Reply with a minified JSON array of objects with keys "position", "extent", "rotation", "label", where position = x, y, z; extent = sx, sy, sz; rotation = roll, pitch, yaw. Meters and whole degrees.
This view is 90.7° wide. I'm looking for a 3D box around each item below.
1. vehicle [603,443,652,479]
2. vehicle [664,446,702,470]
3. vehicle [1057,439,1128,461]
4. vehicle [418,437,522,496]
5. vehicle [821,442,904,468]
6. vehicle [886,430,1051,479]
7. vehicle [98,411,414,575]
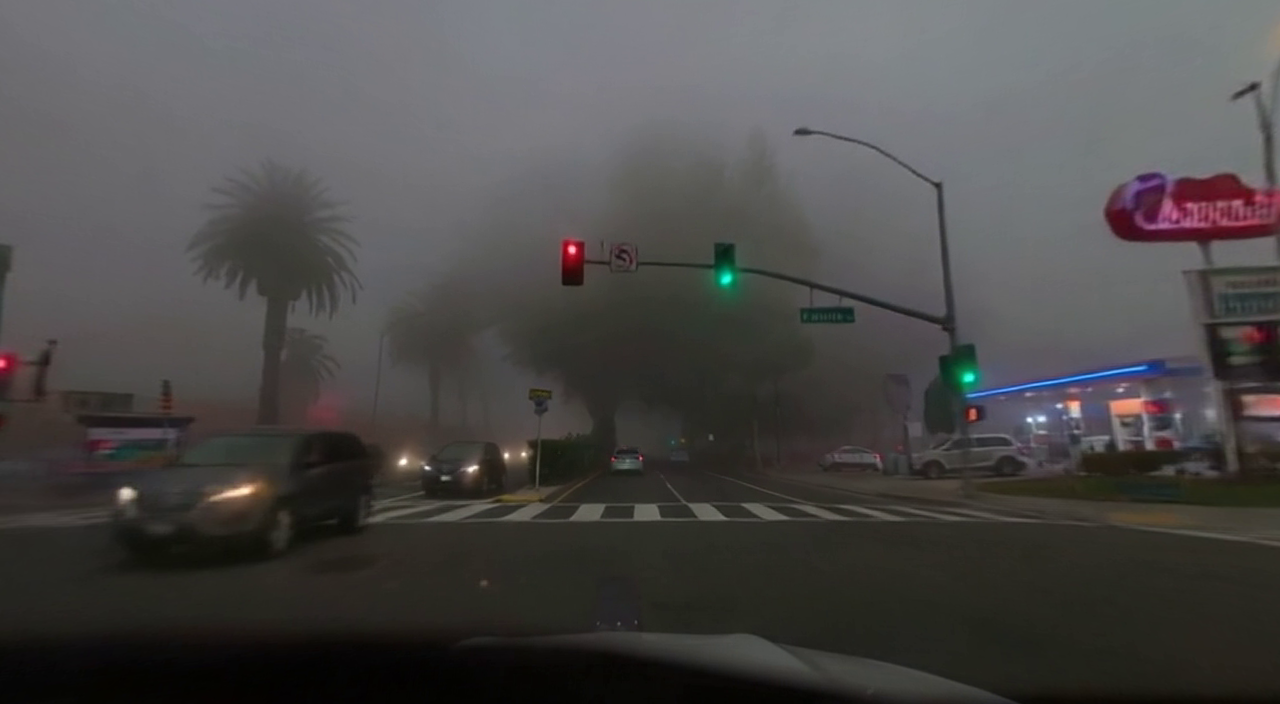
[{"position":[-0.606,5.081,29.699],"extent":[2.160,1.508,4.319],"rotation":[0,-9,-2],"label":"vehicle"},{"position":[2.752,6.935,41.518],"extent":[2.060,1.471,4.168],"rotation":[0,-9,-2],"label":"vehicle"},{"position":[34.503,7.461,48.337],"extent":[3.956,1.515,1.738],"rotation":[-3,-7,6],"label":"vehicle"},{"position":[-5.242,3.579,20.178],"extent":[2.060,1.643,4.359],"rotation":[0,-9,0],"label":"vehicle"},{"position":[13.648,6.362,39.001],"extent":[4.360,1.523,1.900],"rotation":[0,-9,-1],"label":"vehicle"},{"position":[13.682,4.298,26.601],"extent":[5.718,1.911,2.088],"rotation":[0,-9,-2],"label":"vehicle"},{"position":[-5.144,1.893,9.443],"extent":[2.032,1.747,4.479],"rotation":[-2,-8,-2],"label":"vehicle"}]
